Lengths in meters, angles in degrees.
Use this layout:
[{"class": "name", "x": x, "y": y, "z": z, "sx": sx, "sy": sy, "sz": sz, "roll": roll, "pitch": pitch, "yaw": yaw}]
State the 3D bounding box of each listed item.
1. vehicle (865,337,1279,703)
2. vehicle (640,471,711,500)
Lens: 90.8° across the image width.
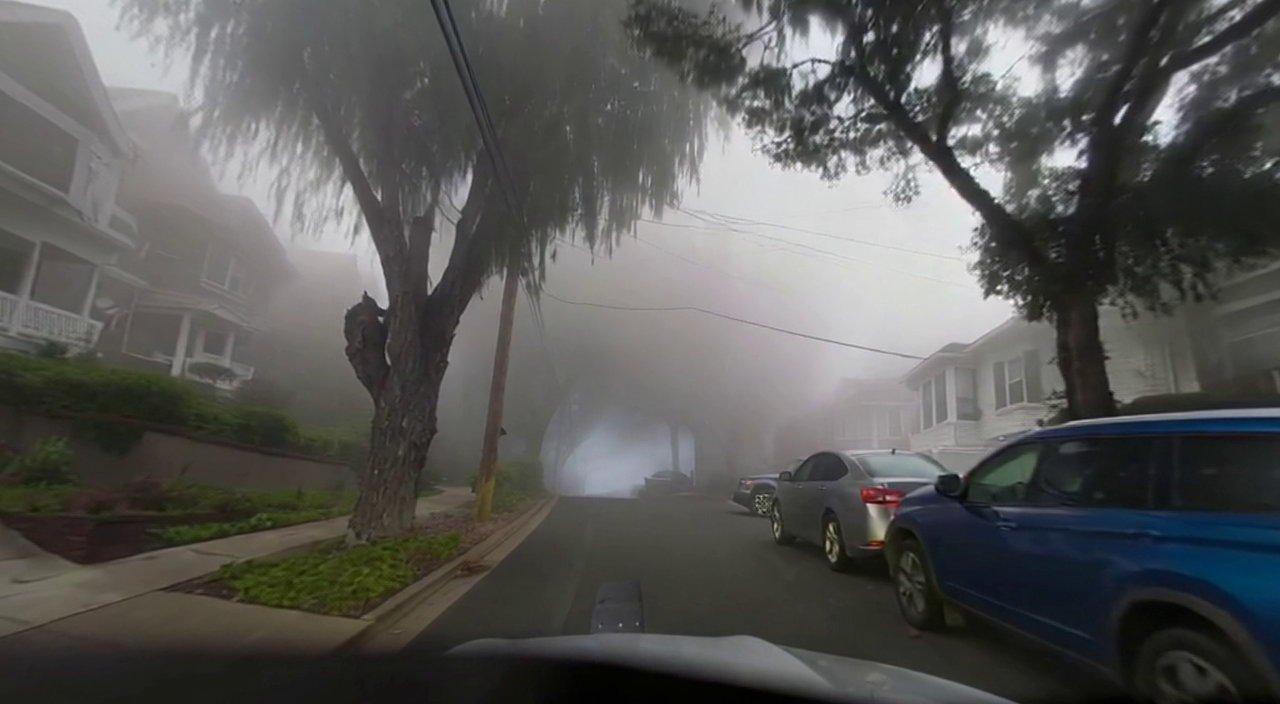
[{"class": "vehicle", "x": 3.199, "y": 1.016, "z": 3.287, "sx": 2.076, "sy": 1.780, "sz": 4.959, "roll": 0, "pitch": -9, "yaw": -2}, {"class": "vehicle", "x": 2.352, "y": 8.877, "z": 42.275, "sx": 4.413, "sy": 1.728, "sz": 1.869, "roll": 1, "pitch": -9, "yaw": -10}]
